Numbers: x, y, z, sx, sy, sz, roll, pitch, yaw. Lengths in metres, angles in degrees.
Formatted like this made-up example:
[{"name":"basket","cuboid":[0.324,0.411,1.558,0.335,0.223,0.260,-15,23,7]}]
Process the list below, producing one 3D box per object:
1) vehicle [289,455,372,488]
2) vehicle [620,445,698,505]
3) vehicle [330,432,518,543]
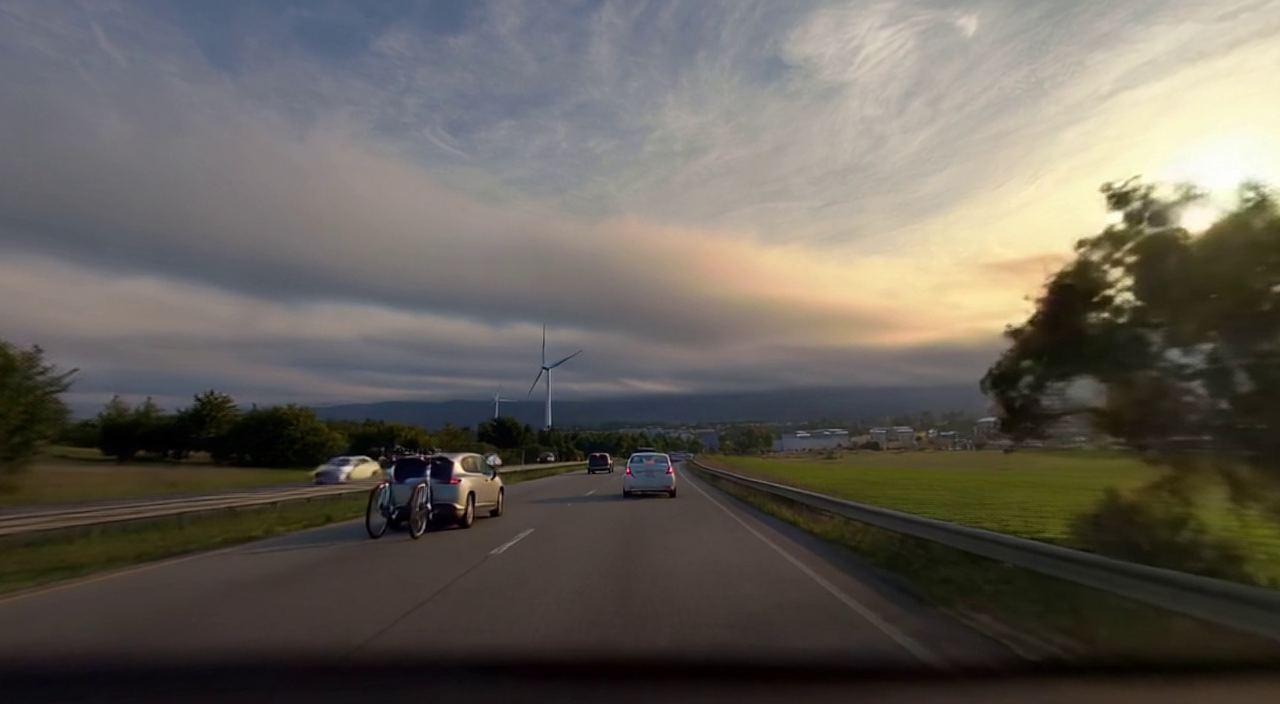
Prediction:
[{"name":"vehicle","cuboid":[-15.761,6.088,32.410,1.922,1.500,4.584,0,-9,0]},{"name":"vehicle","cuboid":[0.517,3.609,18.899,2.063,1.582,3.955,0,-9,0]},{"name":"vehicle","cuboid":[-3.718,2.400,11.766,1.962,1.681,4.033,0,-9,2]}]
